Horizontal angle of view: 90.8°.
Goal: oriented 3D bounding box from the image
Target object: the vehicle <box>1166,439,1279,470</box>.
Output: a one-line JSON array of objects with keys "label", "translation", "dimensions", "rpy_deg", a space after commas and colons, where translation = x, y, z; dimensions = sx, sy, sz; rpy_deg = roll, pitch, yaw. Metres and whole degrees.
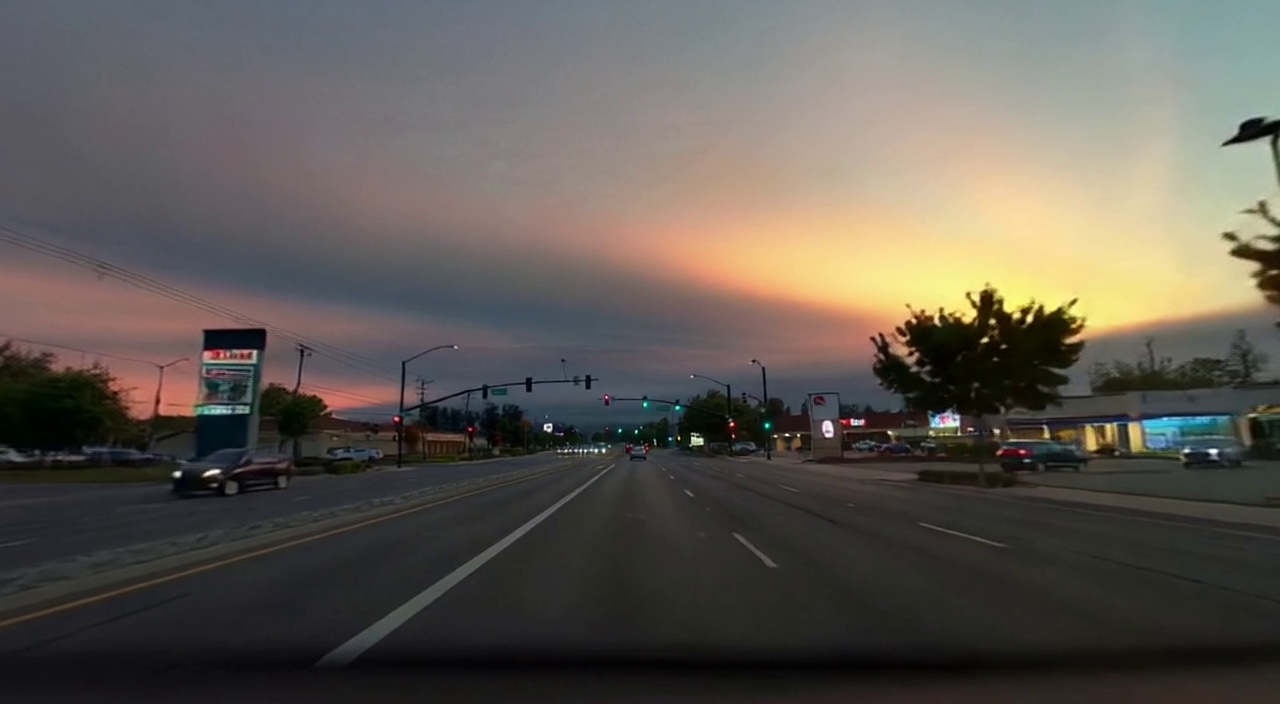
[{"label": "vehicle", "translation": [32.551, 5.713, 35.358], "dimensions": [4.335, 1.675, 1.885], "rpy_deg": [0, -9, 2]}]

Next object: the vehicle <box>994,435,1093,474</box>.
[{"label": "vehicle", "translation": [19.518, 4.930, 30.518], "dimensions": [4.717, 1.714, 1.985], "rpy_deg": [5, -10, -31]}]

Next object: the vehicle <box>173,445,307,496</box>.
[{"label": "vehicle", "translation": [-15.658, 4.632, 25.134], "dimensions": [2.102, 1.800, 4.849], "rpy_deg": [0, -9, 1]}]
